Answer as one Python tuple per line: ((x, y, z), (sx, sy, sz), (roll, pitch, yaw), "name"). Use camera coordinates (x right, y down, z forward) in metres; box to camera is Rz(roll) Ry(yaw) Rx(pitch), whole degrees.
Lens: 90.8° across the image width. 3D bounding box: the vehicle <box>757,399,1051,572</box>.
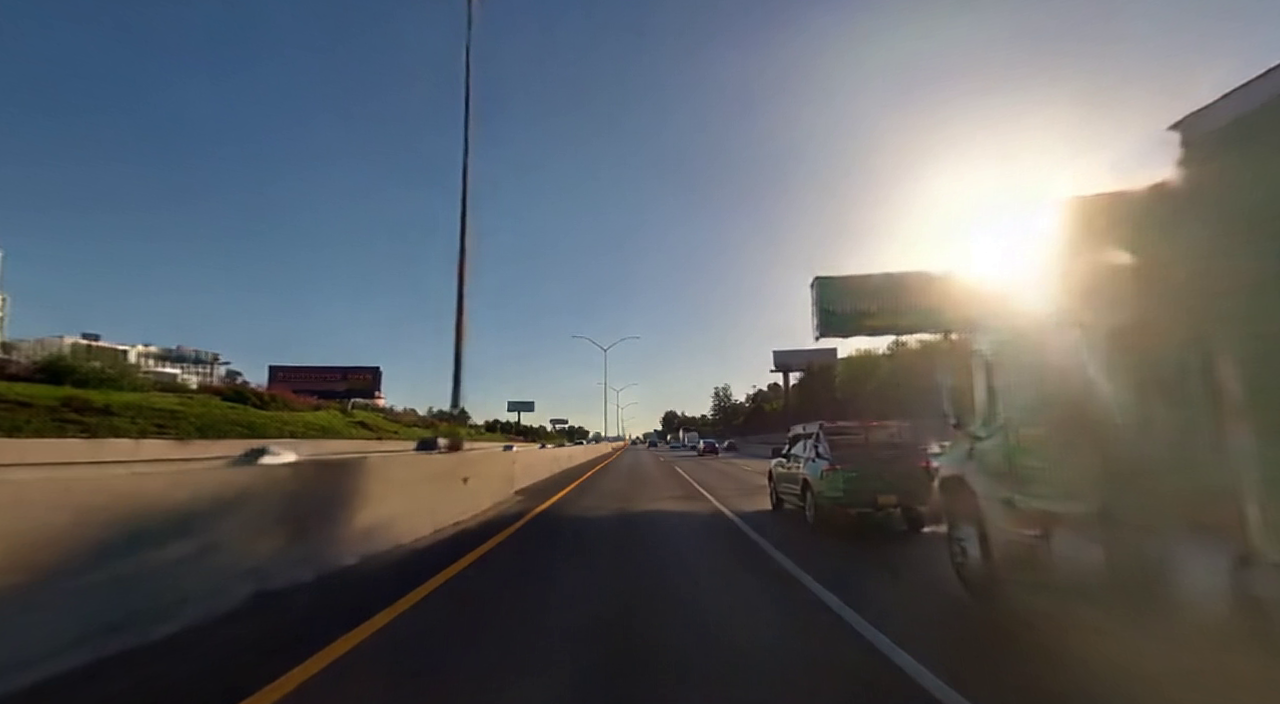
((3.064, 1.667, 8.608), (1.973, 1.710, 4.476), (0, -9, -1), "vehicle")
